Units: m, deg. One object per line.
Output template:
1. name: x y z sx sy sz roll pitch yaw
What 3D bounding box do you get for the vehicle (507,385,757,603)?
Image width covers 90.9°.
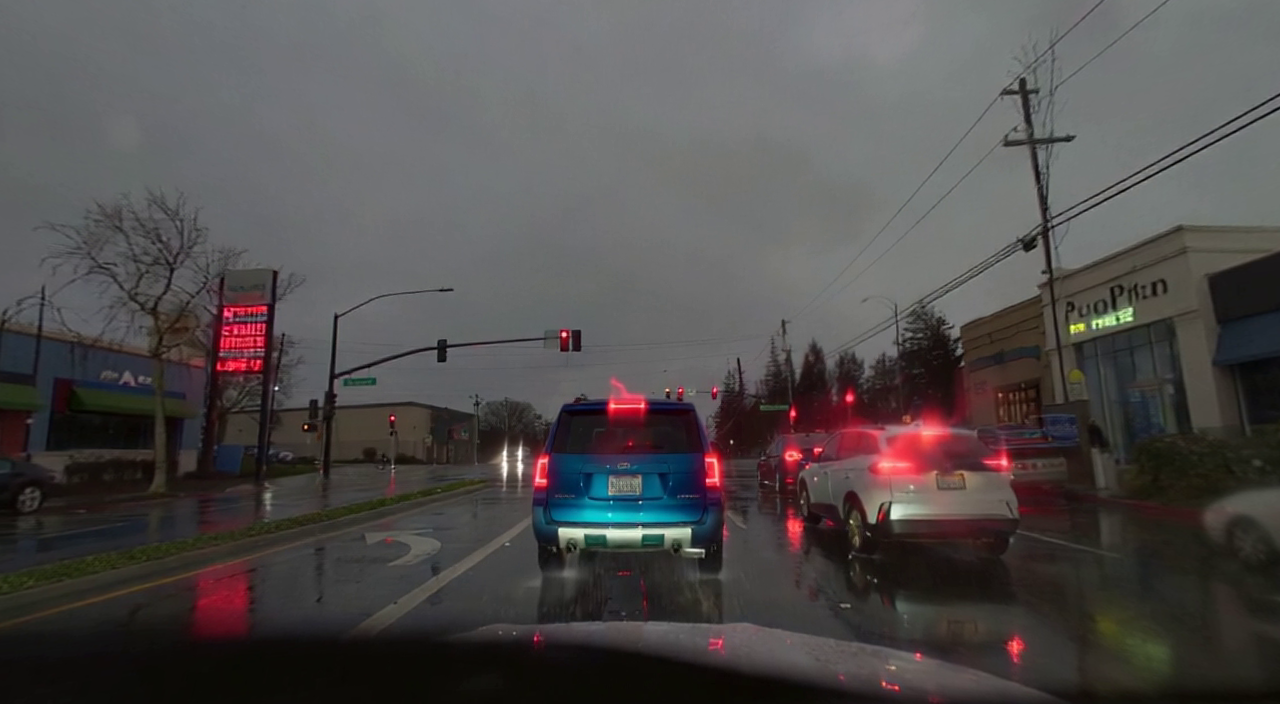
1. vehicle: 0.020 1.540 7.682 2.154 1.861 4.280 0 -8 3

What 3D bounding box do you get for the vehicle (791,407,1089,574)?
1. vehicle: 3.642 1.762 8.788 2.036 1.719 4.318 0 -8 0

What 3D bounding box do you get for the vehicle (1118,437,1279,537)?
1. vehicle: 10.419 2.128 10.227 1.815 1.468 4.534 0 -8 1

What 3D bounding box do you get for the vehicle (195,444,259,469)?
1. vehicle: -27.357 6.884 41.906 1.693 1.563 3.716 0 -8 0
